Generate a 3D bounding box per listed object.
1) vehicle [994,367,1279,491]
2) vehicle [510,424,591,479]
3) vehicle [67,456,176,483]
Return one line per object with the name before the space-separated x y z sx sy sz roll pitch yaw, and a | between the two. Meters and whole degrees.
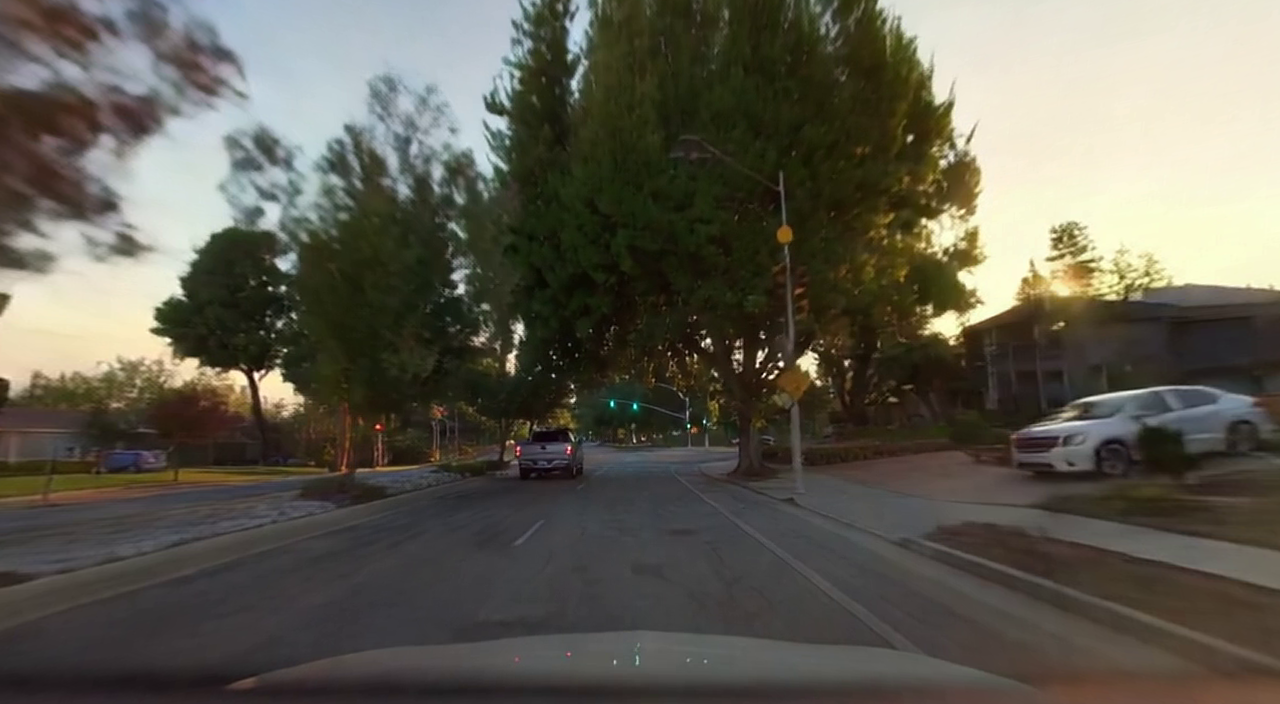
vehicle | 10.068 1.468 12.384 4.882 1.839 2.243 -4 -8 -9
vehicle | -3.508 4.103 26.168 2.508 2.001 5.880 0 -9 0
vehicle | -30.268 6.846 37.005 4.506 1.453 2.108 0 -9 0
